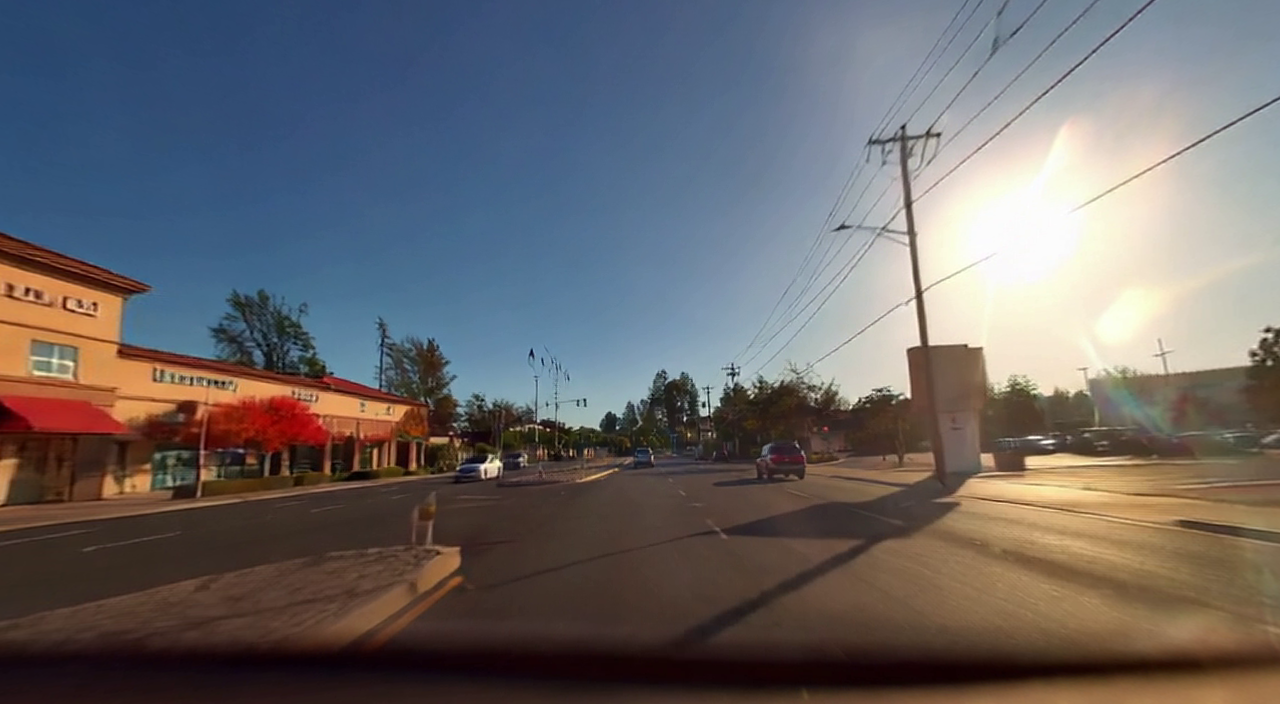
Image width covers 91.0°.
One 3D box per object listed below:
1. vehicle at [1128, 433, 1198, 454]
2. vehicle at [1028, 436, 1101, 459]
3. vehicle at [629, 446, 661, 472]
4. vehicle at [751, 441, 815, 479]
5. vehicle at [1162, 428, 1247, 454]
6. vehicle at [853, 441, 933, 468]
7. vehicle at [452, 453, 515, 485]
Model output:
[{"bbox_3d":[41.292,7.264,49.878,1.840,1.574,4.197,0,-8,-2],"label":"vehicle"},{"bbox_3d":[33.183,7.507,49.289,4.194,1.724,1.946,-1,-9,2],"label":"vehicle"},{"bbox_3d":[0.387,7.357,43.563,2.138,1.702,4.168,0,-9,1],"label":"vehicle"},{"bbox_3d":[7.121,5.428,31.917,2.252,1.718,4.617,0,-9,1],"label":"vehicle"},{"bbox_3d":[43.959,6.955,49.188,2.178,1.910,4.805,0,-8,2],"label":"vehicle"},{"bbox_3d":[18.856,7.624,47.019,5.097,1.689,1.958,-2,-6,0],"label":"vehicle"},{"bbox_3d":[-8.303,6.230,33.817,2.158,1.532,4.609,0,-9,1],"label":"vehicle"}]
